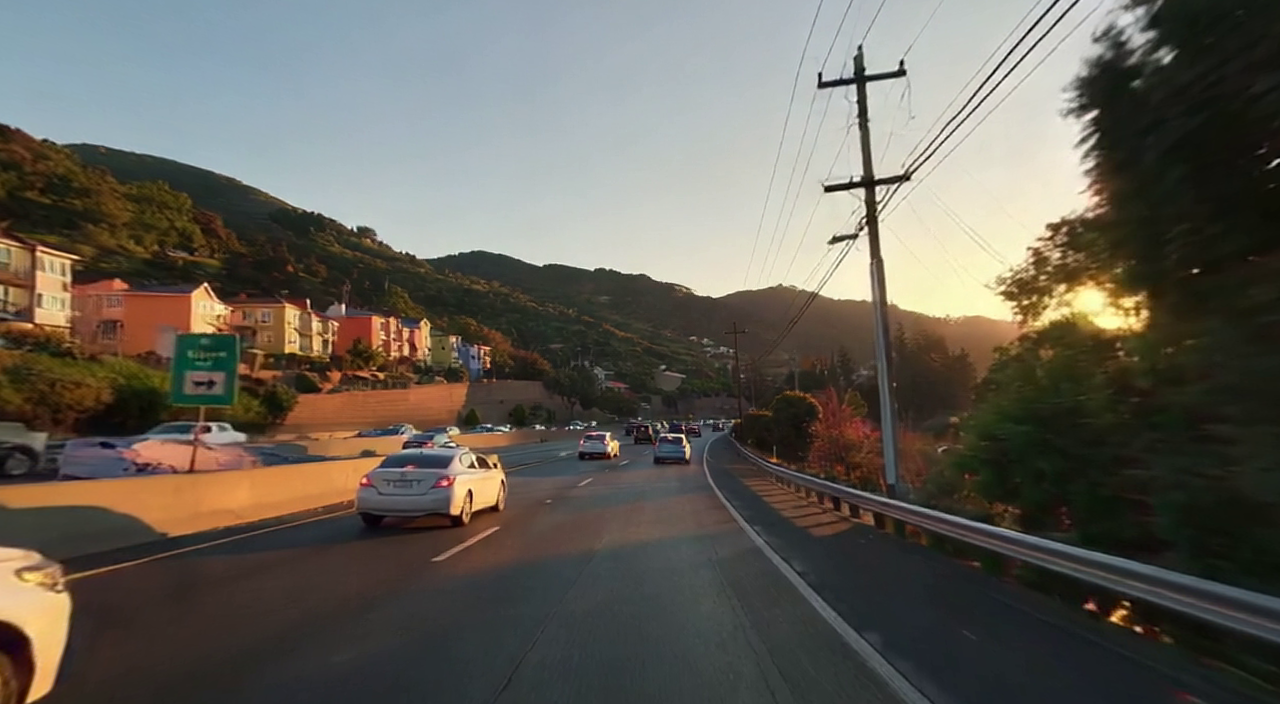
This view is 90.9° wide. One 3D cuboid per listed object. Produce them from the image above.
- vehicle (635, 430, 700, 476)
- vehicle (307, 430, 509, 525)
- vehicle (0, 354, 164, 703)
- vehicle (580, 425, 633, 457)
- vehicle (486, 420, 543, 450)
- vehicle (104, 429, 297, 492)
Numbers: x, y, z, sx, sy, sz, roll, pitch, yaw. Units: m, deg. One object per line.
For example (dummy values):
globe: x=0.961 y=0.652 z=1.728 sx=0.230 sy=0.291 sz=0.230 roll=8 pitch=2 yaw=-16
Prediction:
vehicle: x=1.020 y=3.585 z=22.615 sx=2.109 sy=1.495 sz=3.935 roll=-1 pitch=-8 yaw=4
vehicle: x=-4.180 y=2.337 z=12.425 sx=1.956 sy=1.478 sz=4.789 roll=-1 pitch=-8 yaw=3
vehicle: x=-4.134 y=0.721 z=1.794 sx=2.079 sy=1.763 sz=4.295 roll=0 pitch=-8 yaw=2
vehicle: x=-1.786 y=4.958 z=34.917 sx=2.121 sy=1.639 sz=4.383 roll=-1 pitch=-8 yaw=8
vehicle: x=-8.300 y=5.565 z=42.002 sx=2.080 sy=1.833 sz=4.461 roll=-2 pitch=-9 yaw=12
vehicle: x=-12.748 y=3.175 z=18.775 sx=1.986 sy=1.622 sz=4.548 roll=-2 pitch=-8 yaw=10
